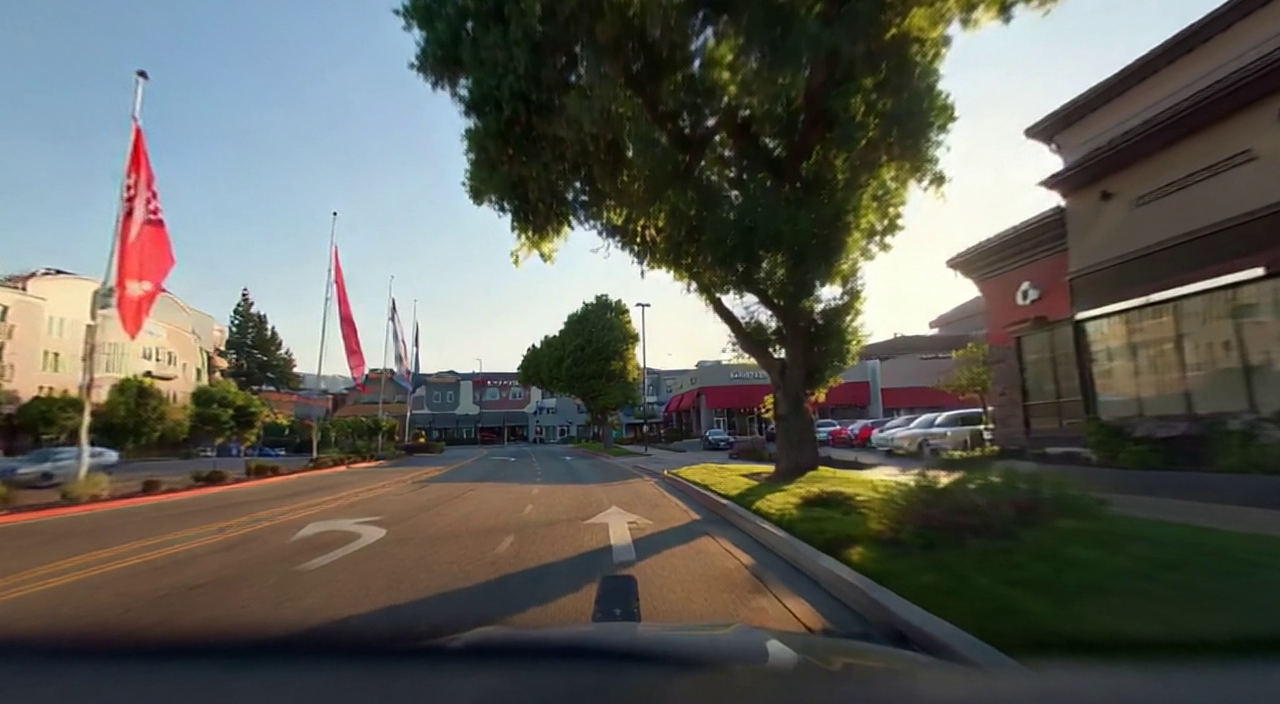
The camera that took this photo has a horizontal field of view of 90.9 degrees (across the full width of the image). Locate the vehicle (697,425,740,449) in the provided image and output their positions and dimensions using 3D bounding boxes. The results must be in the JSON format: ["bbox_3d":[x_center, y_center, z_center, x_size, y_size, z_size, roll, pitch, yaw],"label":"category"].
[{"bbox_3d":[5.288,5.791,42.854,1.769,1.516,3.520,0,-8,-13],"label":"vehicle"}]
